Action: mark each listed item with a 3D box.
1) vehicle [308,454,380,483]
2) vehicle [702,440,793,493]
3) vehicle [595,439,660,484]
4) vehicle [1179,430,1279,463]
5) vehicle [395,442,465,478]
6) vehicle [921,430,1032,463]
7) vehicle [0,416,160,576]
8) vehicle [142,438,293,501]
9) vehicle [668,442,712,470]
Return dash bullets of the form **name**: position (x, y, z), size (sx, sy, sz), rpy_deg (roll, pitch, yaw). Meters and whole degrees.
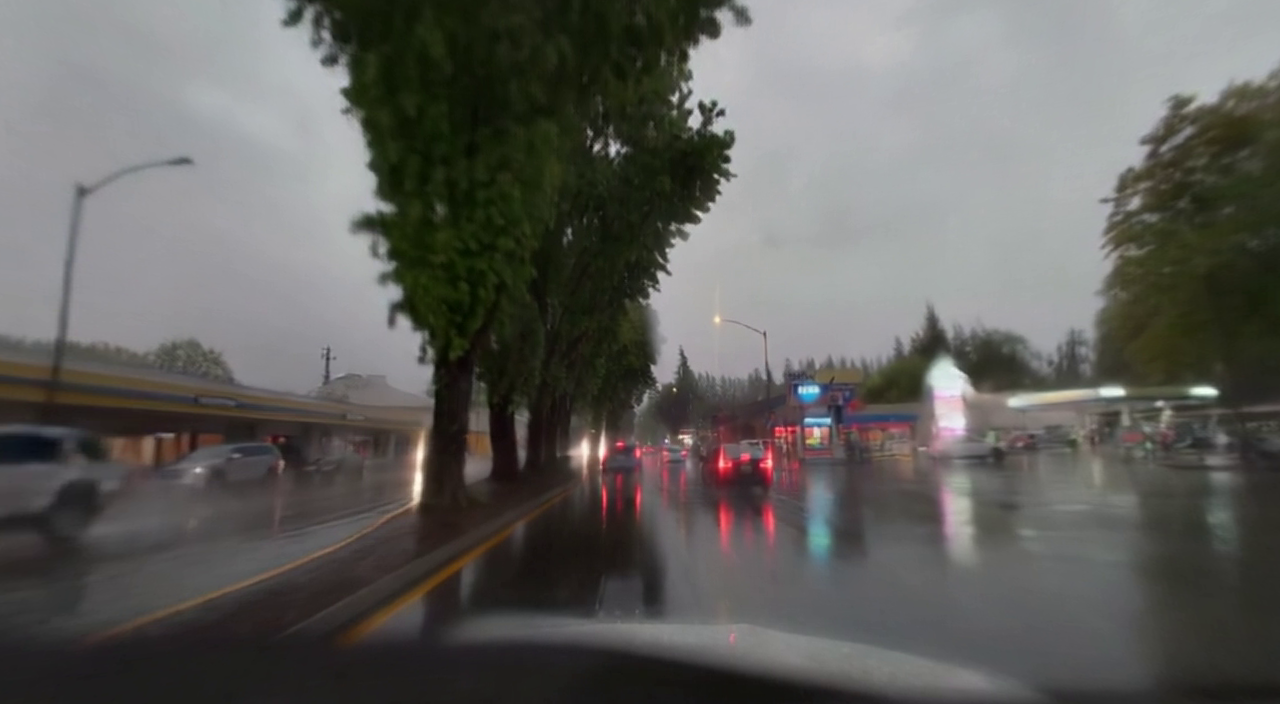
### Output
- **vehicle**: position (-15.728, 6.183, 33.857), size (1.826, 1.396, 4.274), rpy_deg (0, -9, -1)
- **vehicle**: position (3.278, 3.589, 20.199), size (2.060, 1.471, 4.168), rpy_deg (0, -9, -2)
- **vehicle**: position (-0.468, 4.116, 24.028), size (2.232, 1.508, 4.319), rpy_deg (0, -9, -1)
- **vehicle**: position (27.864, 4.329, 29.023), size (4.478, 1.450, 1.968), rpy_deg (0, -9, -3)
- **vehicle**: position (-11.278, 5.816, 34.416), size (2.233, 1.799, 4.700), rpy_deg (0, -9, 0)
- **vehicle**: position (19.006, 5.375, 35.887), size (4.948, 1.733, 2.296), rpy_deg (0, -9, -2)
- **vehicle**: position (-8.203, 1.611, 7.059), size (2.273, 1.748, 4.379), rpy_deg (0, -9, -1)
- **vehicle**: position (-15.410, 4.257, 23.555), size (2.184, 1.965, 5.078), rpy_deg (-2, -8, -1)
- **vehicle**: position (2.833, 6.018, 36.814), size (2.098, 1.527, 3.966), rpy_deg (0, -9, -2)
